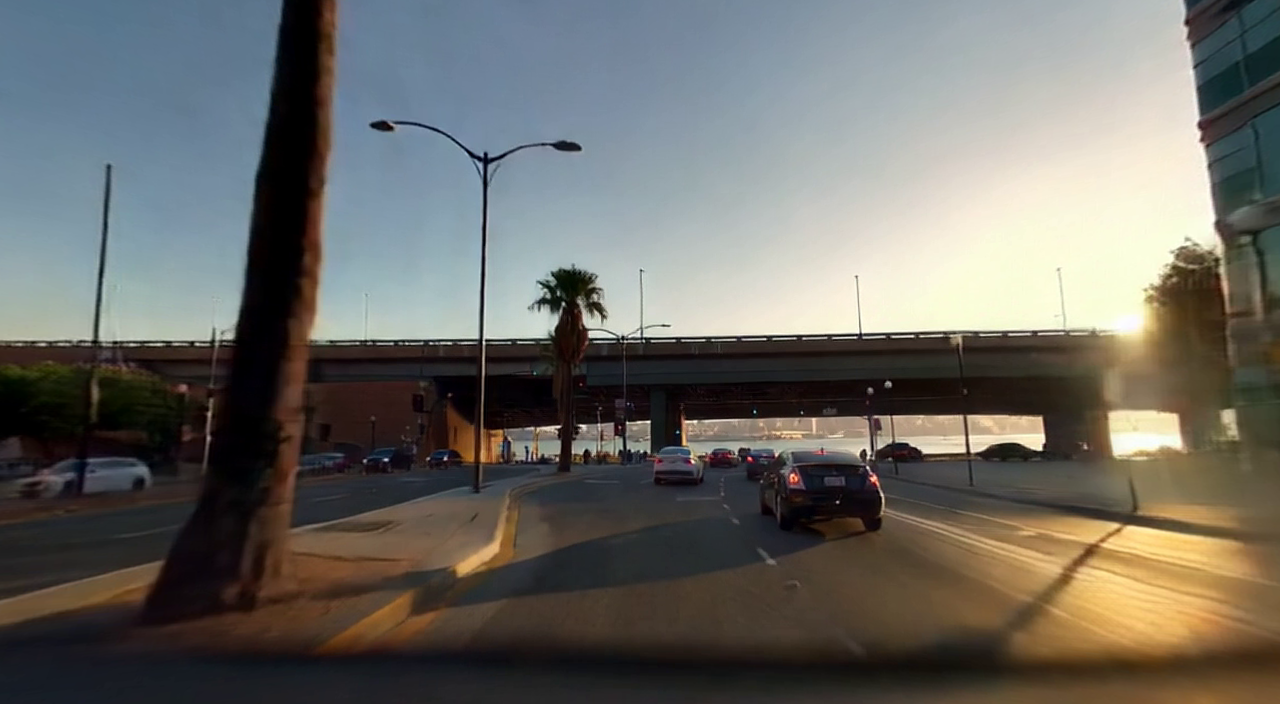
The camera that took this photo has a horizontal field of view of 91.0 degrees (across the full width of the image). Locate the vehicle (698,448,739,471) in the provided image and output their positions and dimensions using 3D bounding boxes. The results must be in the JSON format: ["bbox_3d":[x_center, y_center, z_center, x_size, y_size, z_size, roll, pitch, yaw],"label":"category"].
[{"bbox_3d":[5.508,7.367,43.488,2.134,1.492,4.674,-2,-9,15],"label":"vehicle"}]

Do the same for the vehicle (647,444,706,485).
[{"bbox_3d":[1.561,4.538,25.640,2.077,1.518,3.760,-1,-9,8],"label":"vehicle"}]

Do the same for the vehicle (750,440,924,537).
[{"bbox_3d":[3.526,2.514,12.398,2.051,1.509,4.933,0,-9,3],"label":"vehicle"}]

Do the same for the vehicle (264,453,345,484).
[{"bbox_3d":[-17.789,6.151,33.627,1.912,1.482,4.495,0,-9,-1],"label":"vehicle"}]

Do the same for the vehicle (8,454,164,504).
[{"bbox_3d":[-19.921,4.549,22.937,1.850,1.590,4.201,0,-9,-1],"label":"vehicle"}]

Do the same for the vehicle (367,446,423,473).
[{"bbox_3d":[-17.337,7.612,44.819,2.040,1.749,4.796,0,-9,0],"label":"vehicle"}]
